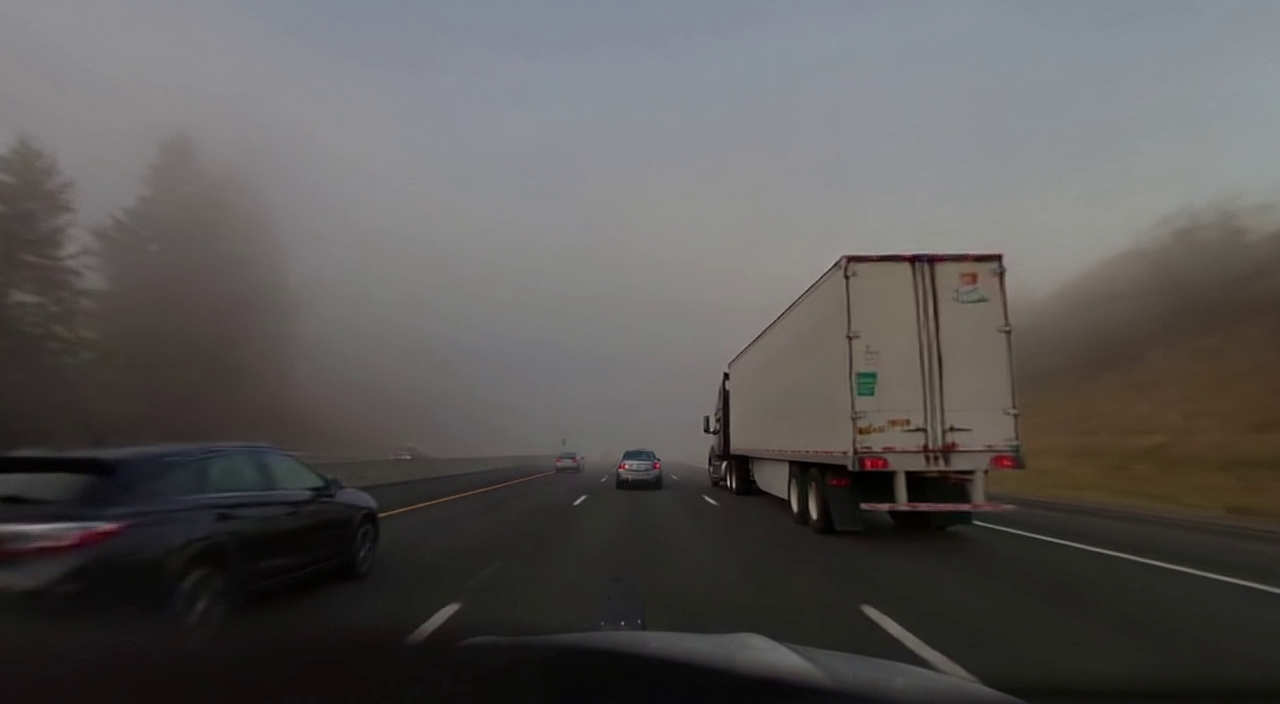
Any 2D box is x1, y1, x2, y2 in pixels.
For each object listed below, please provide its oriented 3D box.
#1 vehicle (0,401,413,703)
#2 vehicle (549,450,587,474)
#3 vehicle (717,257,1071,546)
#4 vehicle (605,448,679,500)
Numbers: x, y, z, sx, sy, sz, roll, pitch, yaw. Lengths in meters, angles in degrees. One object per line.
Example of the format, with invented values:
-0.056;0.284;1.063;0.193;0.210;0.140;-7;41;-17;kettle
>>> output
-3.714;1.359;5.003;2.153;1.581;4.375;0;-9;0;vehicle
-4.554;7.043;40.594;2.017;1.460;4.382;0;-9;-1;vehicle
4.398;1.744;16.053;2.905;4.109;14.332;0;-9;-1;vehicle
0.033;3.667;19.308;2.023;1.400;4.028;0;-9;-1;vehicle
